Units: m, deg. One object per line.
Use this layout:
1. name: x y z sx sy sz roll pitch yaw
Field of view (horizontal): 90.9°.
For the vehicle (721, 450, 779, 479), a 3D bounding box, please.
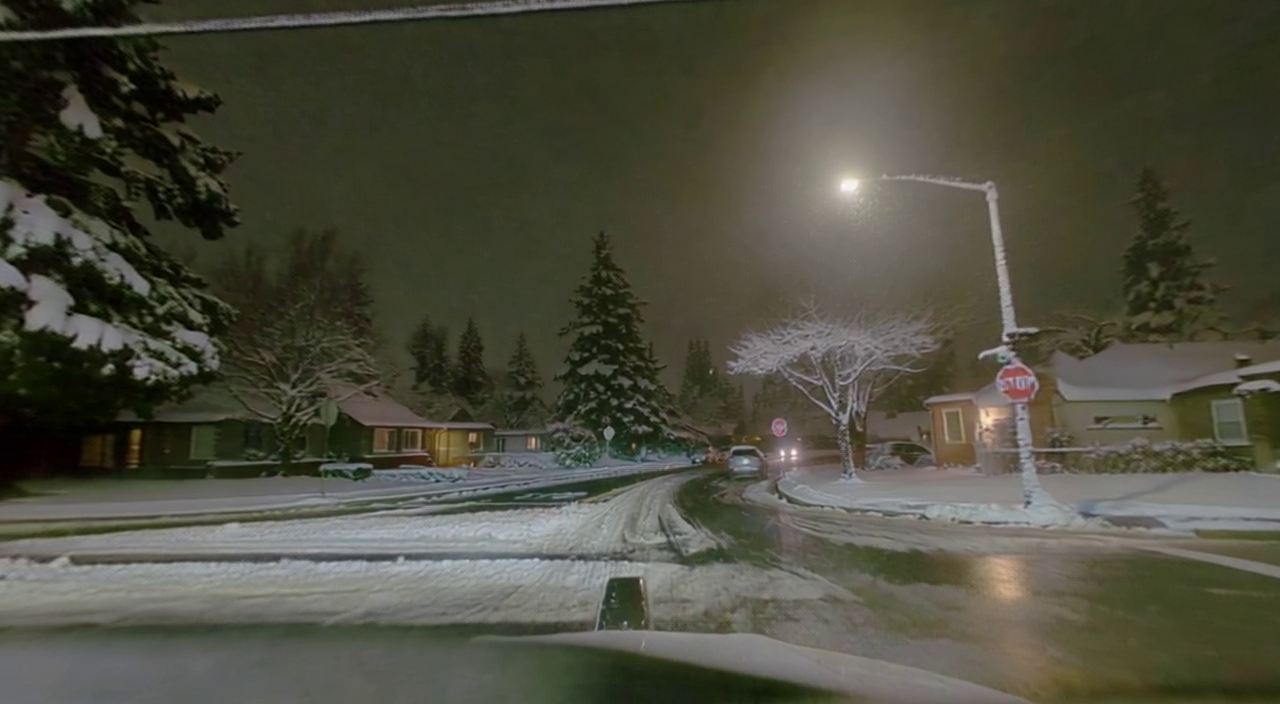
1. vehicle: 6.978 6.988 39.526 2.692 1.649 4.689 -3 -9 20
